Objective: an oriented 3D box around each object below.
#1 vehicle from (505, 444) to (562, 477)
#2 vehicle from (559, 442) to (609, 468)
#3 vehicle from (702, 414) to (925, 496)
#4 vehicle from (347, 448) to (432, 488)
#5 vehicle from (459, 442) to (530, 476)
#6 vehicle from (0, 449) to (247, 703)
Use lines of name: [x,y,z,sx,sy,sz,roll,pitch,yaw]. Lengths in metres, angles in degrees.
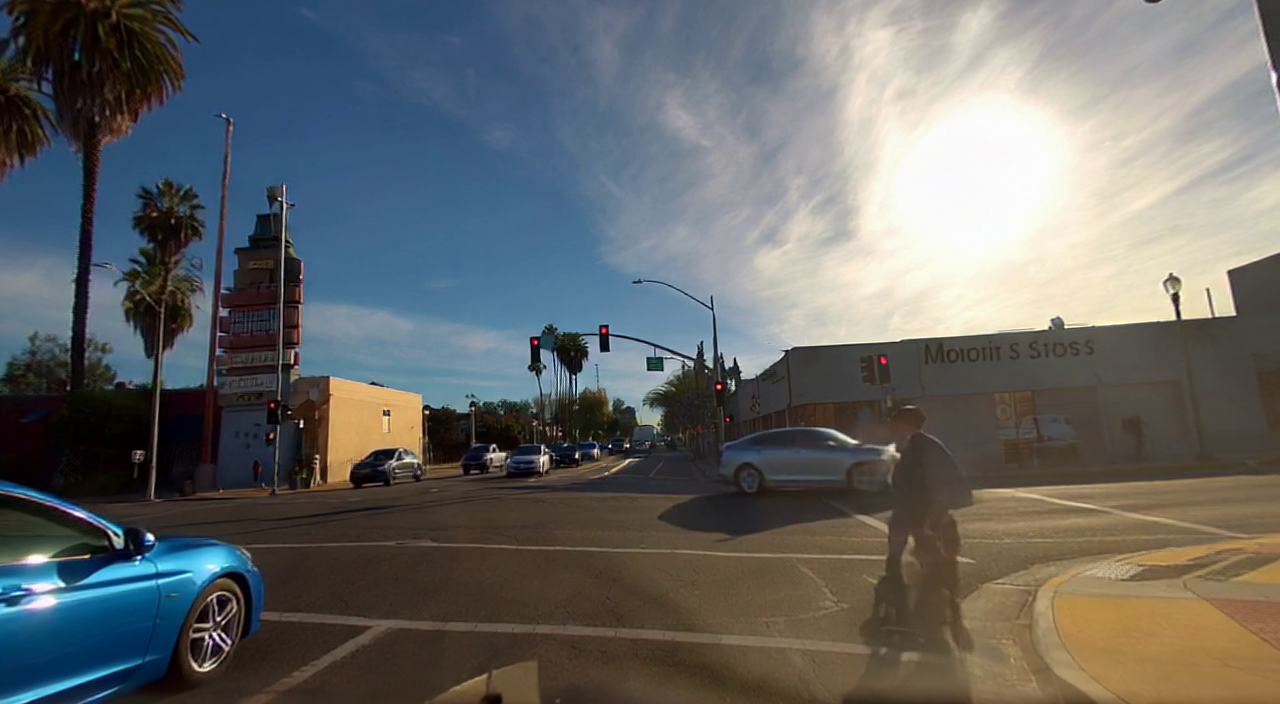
vehicle: [-5.043,5.197,30.522,1.839,1.468,4.549,0,-9,2]
vehicle: [-3.588,6.734,41.408,2.072,1.613,4.386,-2,-9,12]
vehicle: [4.143,2.491,15.446,4.775,1.709,2.092,-6,-11,34]
vehicle: [-12.607,5.847,32.147,1.870,1.705,4.426,-7,-10,11]
vehicle: [-8.267,6.227,36.590,2.050,1.792,5.507,-2,-10,9]
vehicle: [-3.705,1.021,2.253,1.850,1.325,4.295,0,-9,0]
